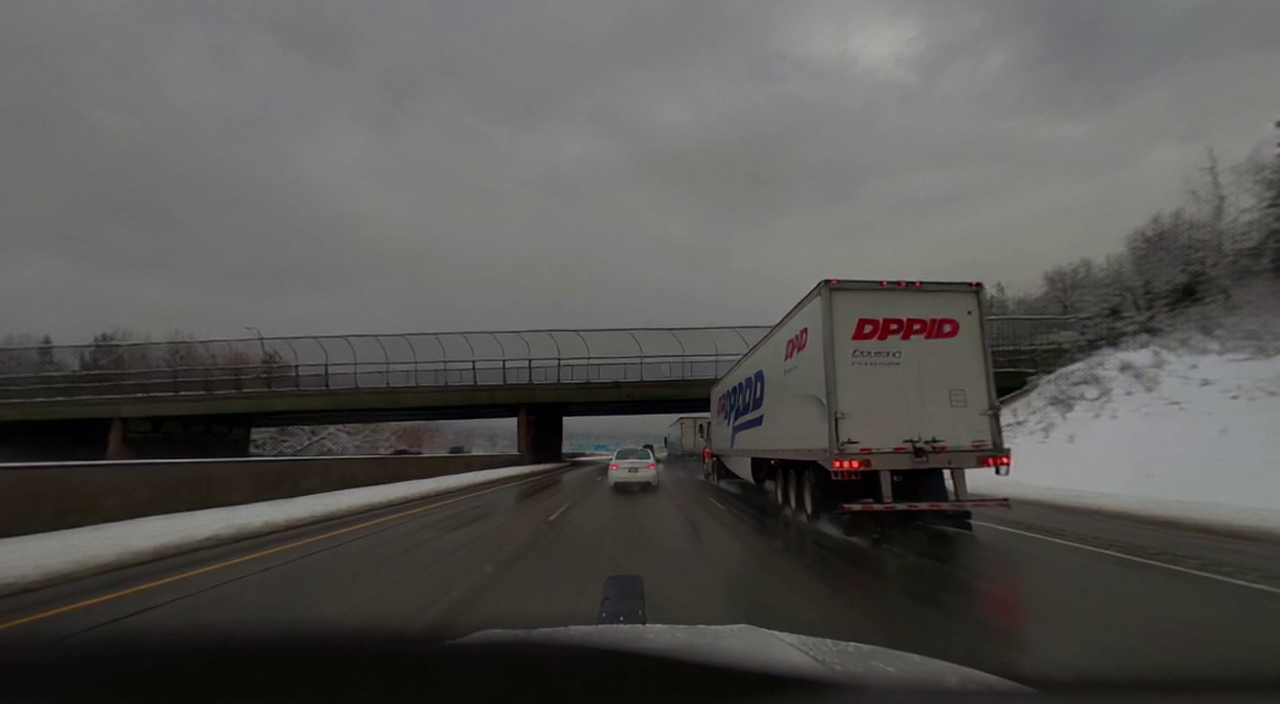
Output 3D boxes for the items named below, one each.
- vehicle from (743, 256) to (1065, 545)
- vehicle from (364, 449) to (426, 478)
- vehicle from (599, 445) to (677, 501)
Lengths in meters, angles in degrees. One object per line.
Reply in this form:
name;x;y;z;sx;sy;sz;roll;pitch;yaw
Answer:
vehicle;4.217;1.241;12.742;2.802;3.956;8.291;0;-9;0
vehicle;-14.576;6.639;37.831;1.864;1.639;4.400;0;-9;1
vehicle;-0.066;3.447;18.305;2.029;1.437;3.794;0;-9;0
